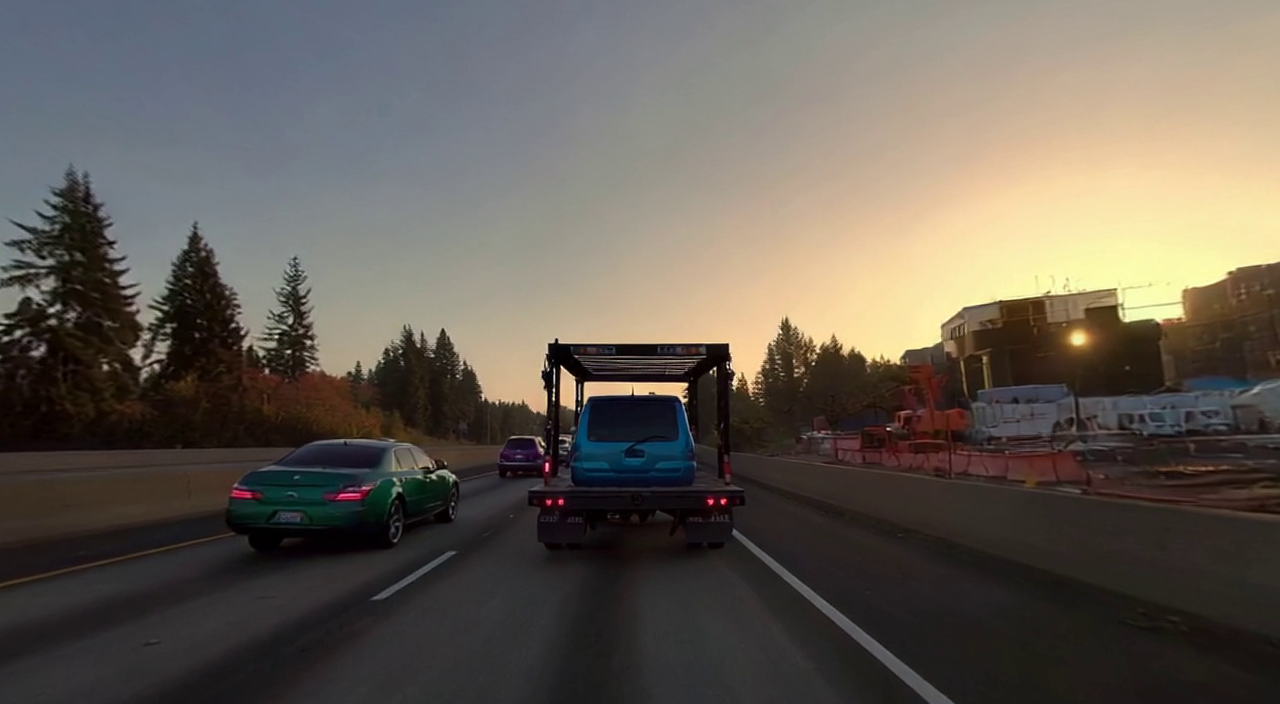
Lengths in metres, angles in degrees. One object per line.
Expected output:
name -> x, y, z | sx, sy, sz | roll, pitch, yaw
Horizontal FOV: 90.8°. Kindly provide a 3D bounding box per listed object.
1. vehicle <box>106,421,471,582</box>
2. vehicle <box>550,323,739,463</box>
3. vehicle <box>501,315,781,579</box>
vehicle -> -4.017, 1.797, 8.555 | 2.155, 1.513, 4.964 | 0, -9, -1
vehicle -> -0.091, 0.819, 9.624 | 2.156, 1.604, 4.680 | 1, -9, -4
vehicle -> -0.237, 1.708, 11.495 | 2.735, 2.597, 10.435 | 1, -9, -3
